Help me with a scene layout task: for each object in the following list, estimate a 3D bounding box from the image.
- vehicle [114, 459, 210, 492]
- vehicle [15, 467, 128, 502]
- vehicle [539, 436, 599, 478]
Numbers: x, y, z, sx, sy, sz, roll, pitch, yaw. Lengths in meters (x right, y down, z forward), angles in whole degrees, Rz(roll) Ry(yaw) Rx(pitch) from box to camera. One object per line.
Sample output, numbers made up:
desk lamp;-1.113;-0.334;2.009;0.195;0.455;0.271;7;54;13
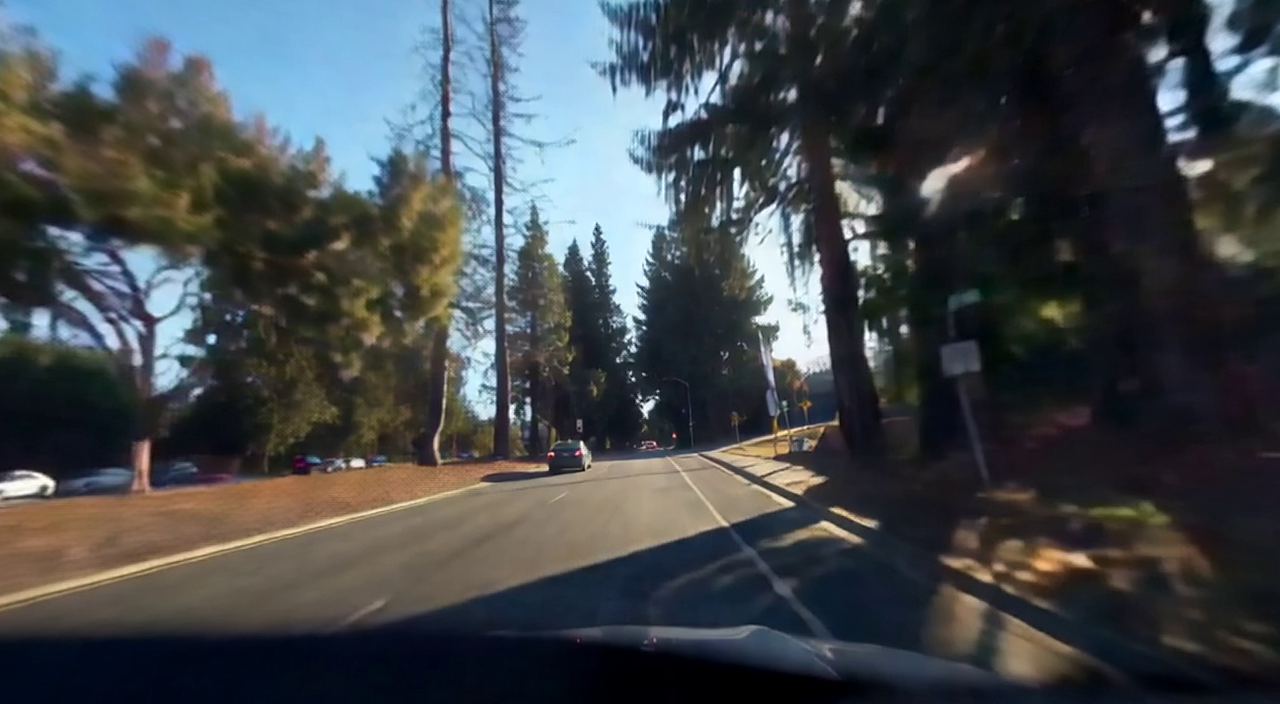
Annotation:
vehicle;-29.684;7.668;39.392;1.992;1.792;4.929;0;-8;2
vehicle;-29.788;6.929;33.241;1.862;1.478;4.488;-2;-8;0
vehicle;-3.076;4.637;28.114;2.016;1.694;4.335;0;-8;2
